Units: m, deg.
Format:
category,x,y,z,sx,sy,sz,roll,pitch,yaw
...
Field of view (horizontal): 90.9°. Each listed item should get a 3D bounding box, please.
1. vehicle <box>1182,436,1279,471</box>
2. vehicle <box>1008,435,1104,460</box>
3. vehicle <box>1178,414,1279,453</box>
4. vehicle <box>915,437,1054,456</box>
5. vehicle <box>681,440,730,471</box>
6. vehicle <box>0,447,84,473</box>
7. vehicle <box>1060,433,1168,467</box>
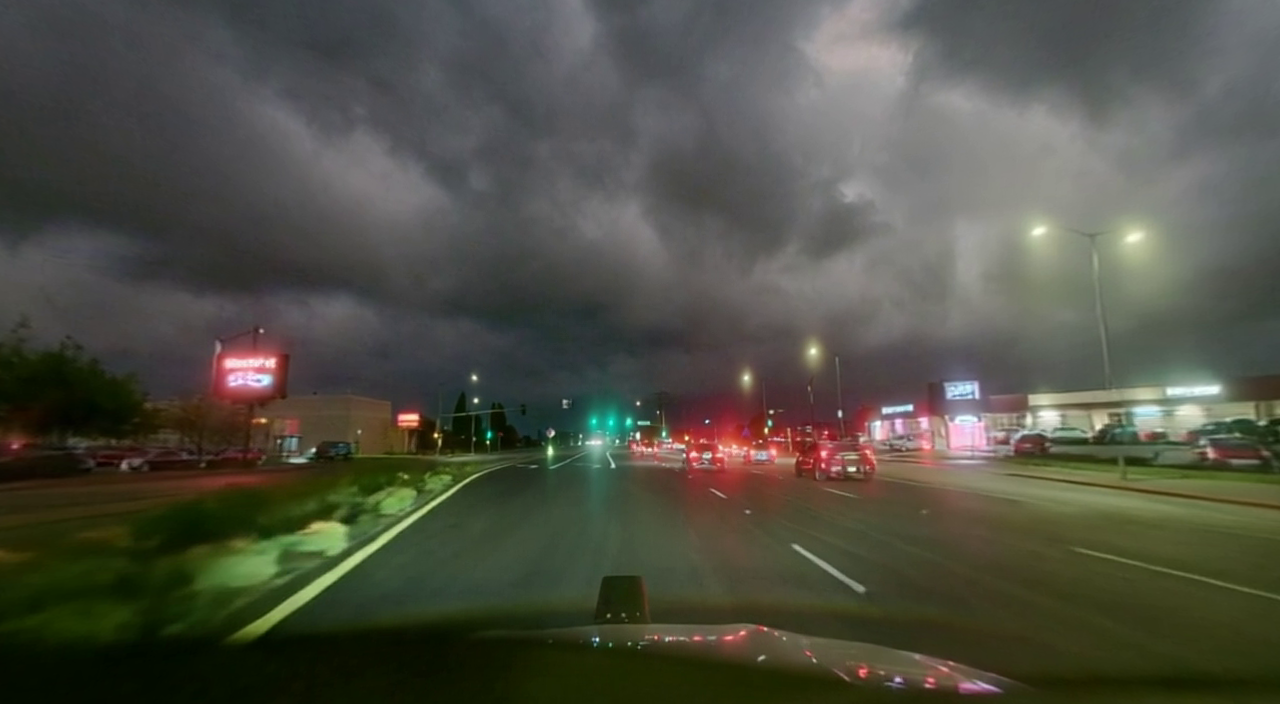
category,x,y,z,sx,sy,sz,roll,pitch,yaw
vehicle,26.185,4.282,26.690,4.691,1.436,1.988,1,-9,-4
vehicle,26.113,5.990,39.674,4.726,1.515,1.914,0,-9,-3
vehicle,38.132,5.076,38.875,2.372,2.254,6.893,5,-10,-30
vehicle,25.550,7.135,47.752,2.870,1.165,10.713,-1,-8,-12
vehicle,3.422,5.540,33.826,2.038,1.528,4.259,0,-8,-2
vehicle,-35.826,6.385,37.552,1.684,1.432,4.140,0,-8,-2
vehicle,25.897,5.330,34.483,4.544,1.474,1.772,-3,-7,-5
